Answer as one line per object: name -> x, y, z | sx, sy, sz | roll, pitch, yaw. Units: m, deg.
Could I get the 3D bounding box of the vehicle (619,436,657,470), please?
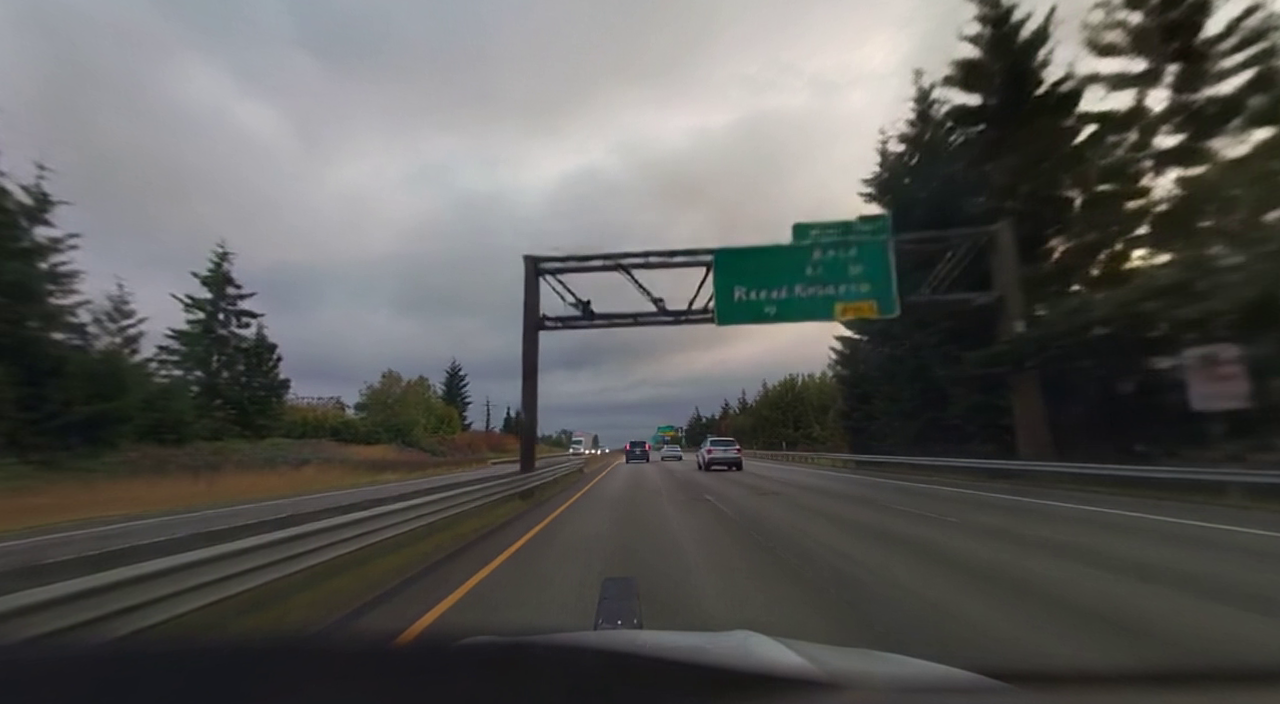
vehicle -> -0.149, 6.157, 38.266 | 2.192, 1.912, 4.524 | 0, -9, -1

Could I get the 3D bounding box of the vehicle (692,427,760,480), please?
vehicle -> 3.425, 4.172, 25.938 | 1.981, 1.984, 4.623 | 0, -9, -2
